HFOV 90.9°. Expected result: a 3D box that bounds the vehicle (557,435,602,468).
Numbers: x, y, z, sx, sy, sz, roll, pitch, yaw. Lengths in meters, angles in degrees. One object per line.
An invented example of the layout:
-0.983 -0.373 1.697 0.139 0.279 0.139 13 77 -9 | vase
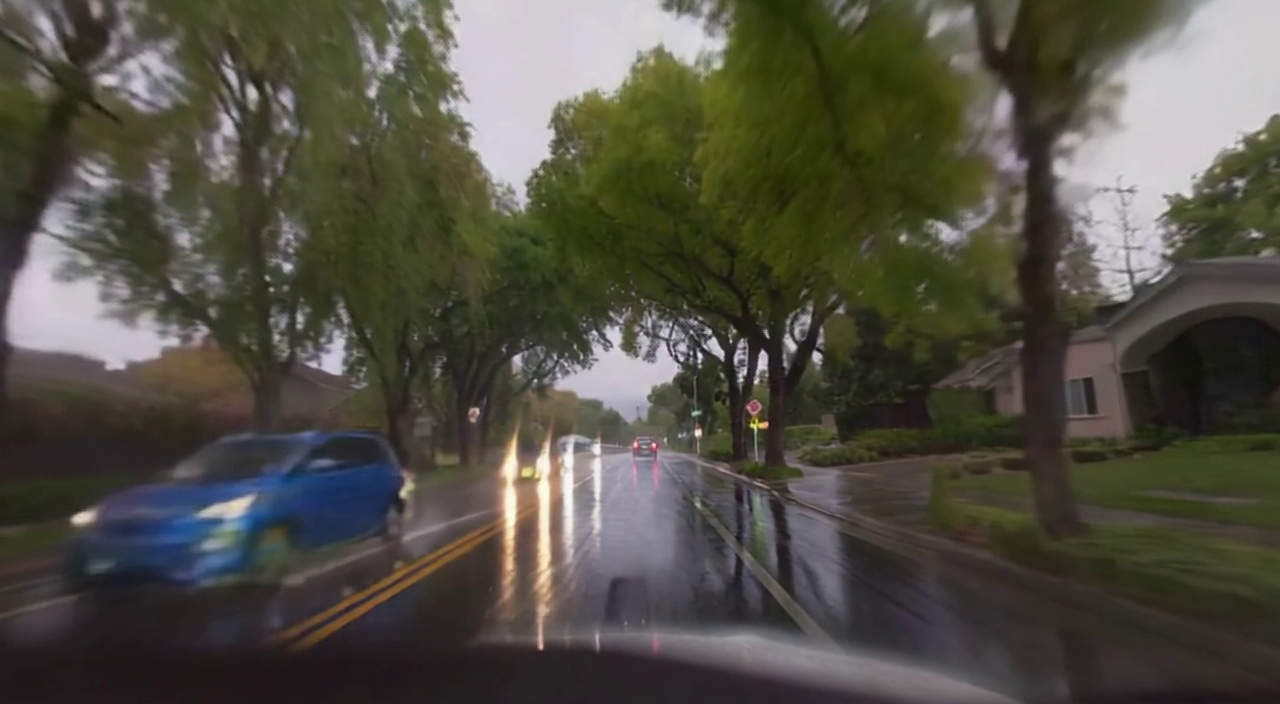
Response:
-3.882 6.471 41.163 2.267 1.975 5.112 0 -8 2 | vehicle

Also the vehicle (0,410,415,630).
-4.460 1.634 7.208 2.069 1.707 4.385 0 -8 1 | vehicle

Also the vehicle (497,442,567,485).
-4.109 4.303 24.681 1.905 1.510 4.172 0 -8 1 | vehicle
